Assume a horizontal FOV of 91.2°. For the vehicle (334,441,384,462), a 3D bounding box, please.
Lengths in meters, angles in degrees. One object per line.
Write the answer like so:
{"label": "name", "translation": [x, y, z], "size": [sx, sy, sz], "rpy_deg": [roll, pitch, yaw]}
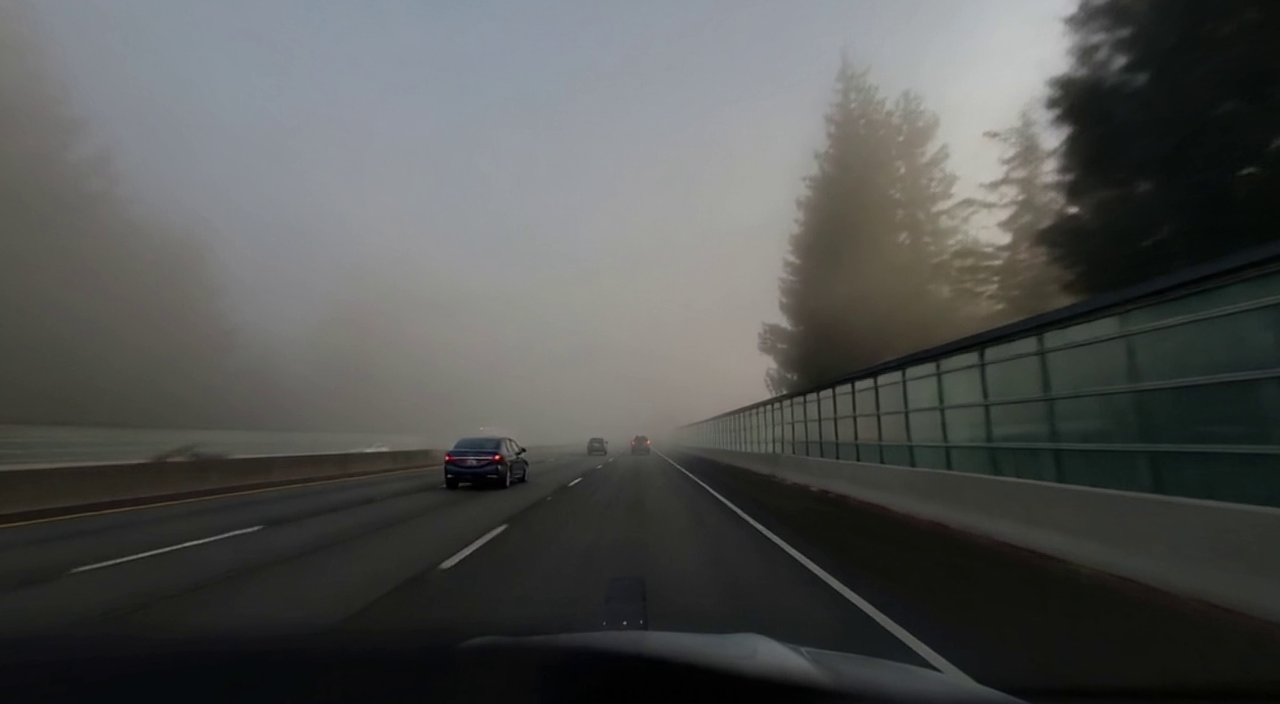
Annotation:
{"label": "vehicle", "translation": [-21.260, 7.496, 47.609], "size": [1.865, 1.505, 4.095], "rpy_deg": [0, -8, 0]}

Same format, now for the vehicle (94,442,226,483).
{"label": "vehicle", "translation": [-19.717, 4.513, 26.107], "size": [1.883, 1.516, 4.543], "rpy_deg": [0, -8, 0]}

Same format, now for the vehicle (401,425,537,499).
{"label": "vehicle", "translation": [-3.939, 2.618, 15.355], "size": [2.059, 1.541, 4.296], "rpy_deg": [0, -8, 1]}
